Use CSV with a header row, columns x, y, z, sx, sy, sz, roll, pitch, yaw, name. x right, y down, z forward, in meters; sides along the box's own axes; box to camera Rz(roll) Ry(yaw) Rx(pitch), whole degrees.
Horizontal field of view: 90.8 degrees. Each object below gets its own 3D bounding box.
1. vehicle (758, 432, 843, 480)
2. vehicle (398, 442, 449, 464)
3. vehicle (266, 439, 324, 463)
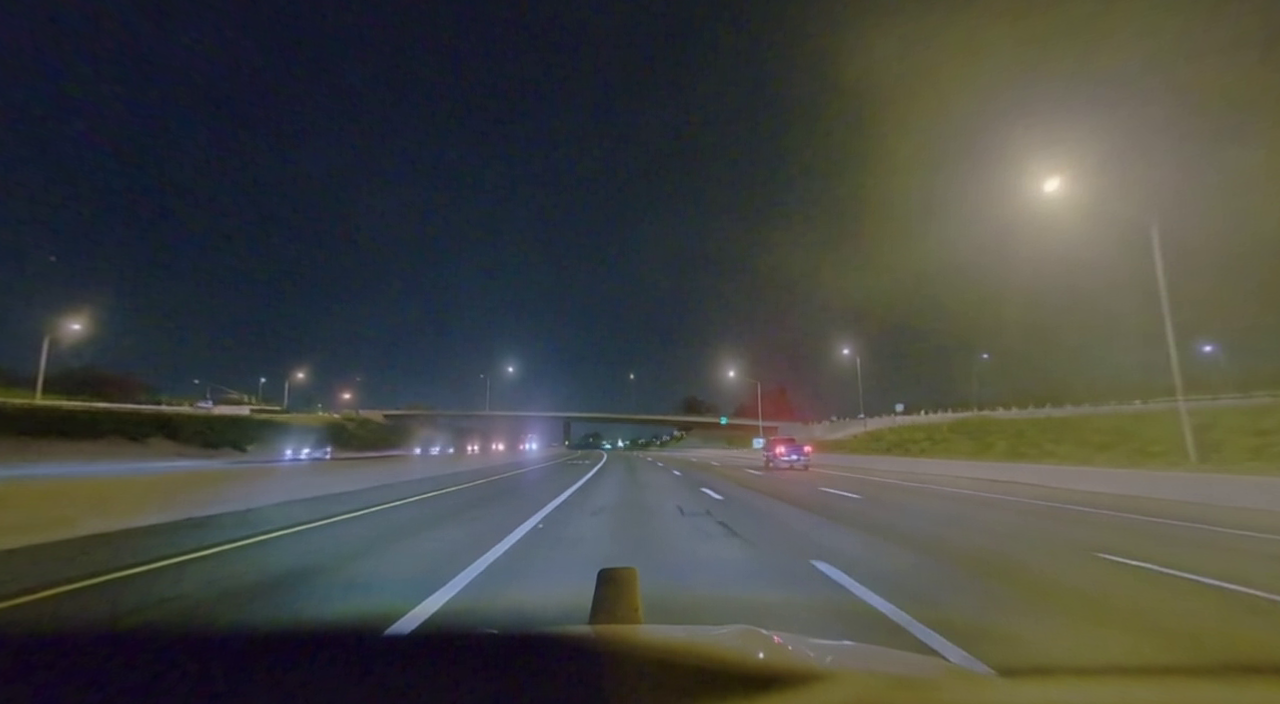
x,y,z,sx,sy,sz,roll,pitch,yaw,name
6.357,4.172,25.588,2.104,1.723,4.538,0,-8,-2,vehicle
-15.070,7.021,44.196,2.077,1.452,4.572,0,-8,-2,vehicle
-26.587,7.622,48.819,1.983,1.735,4.547,0,-8,-2,vehicle
